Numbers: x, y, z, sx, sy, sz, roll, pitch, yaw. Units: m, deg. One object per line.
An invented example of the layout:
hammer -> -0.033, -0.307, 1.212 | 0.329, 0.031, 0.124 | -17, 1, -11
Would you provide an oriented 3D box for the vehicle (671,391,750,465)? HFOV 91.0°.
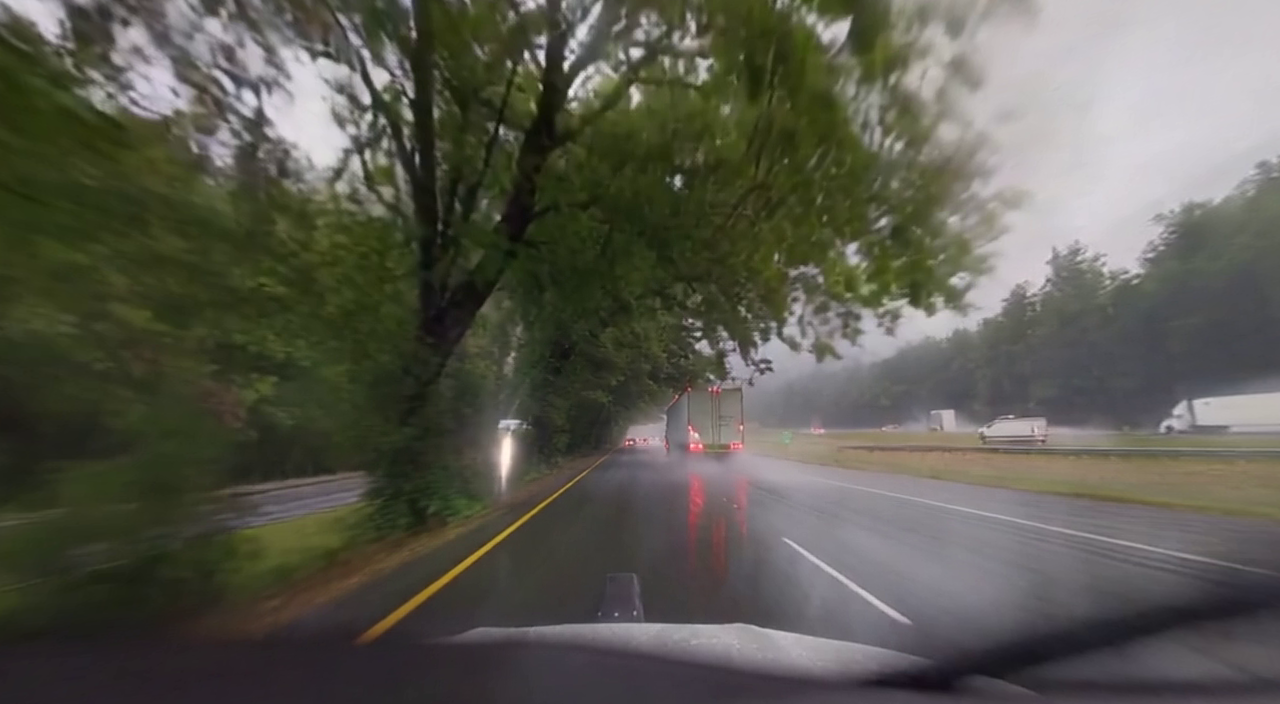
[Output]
vehicle -> 4.311, 5.243, 42.537 | 3.223, 4.082, 14.353 | 0, -8, -2
